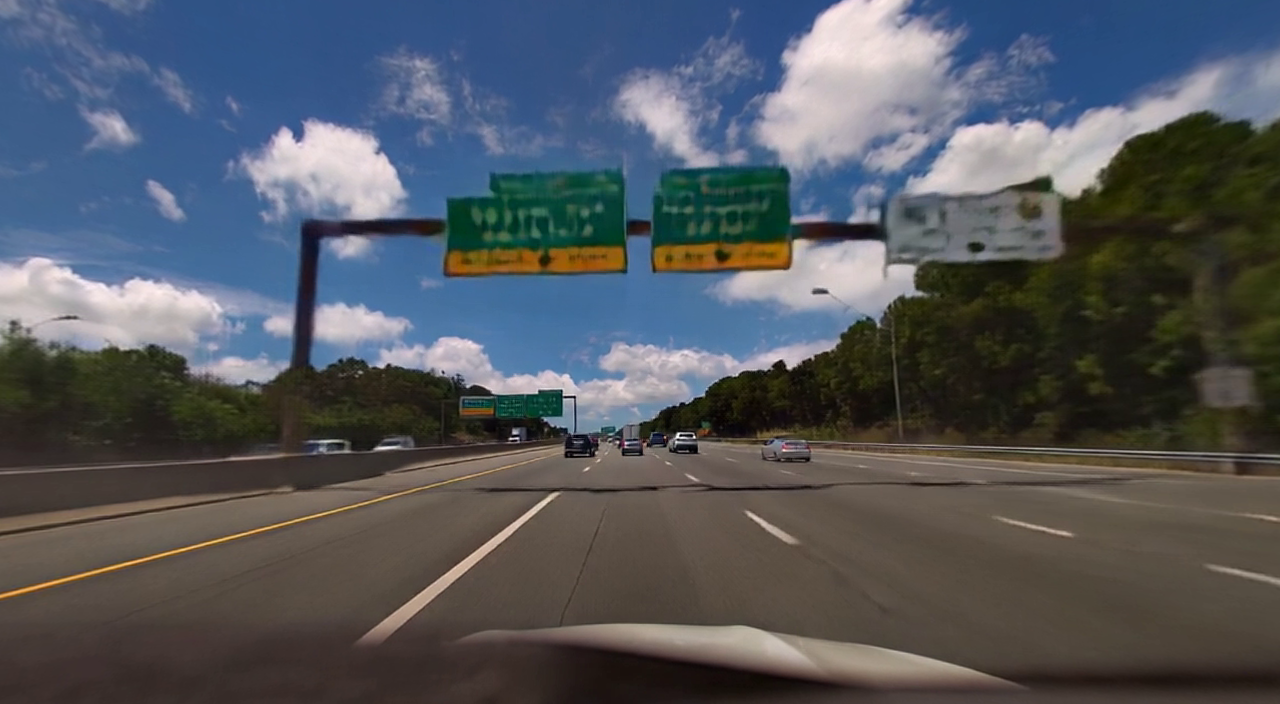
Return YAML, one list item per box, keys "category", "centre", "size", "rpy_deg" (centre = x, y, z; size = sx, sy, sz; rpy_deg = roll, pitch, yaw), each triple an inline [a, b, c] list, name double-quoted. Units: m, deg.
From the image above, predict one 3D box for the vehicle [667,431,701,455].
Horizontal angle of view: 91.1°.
- category: "vehicle"
  centre: [3.183, 6.696, 46.230]
  size: [2.066, 1.673, 4.225]
  rpy_deg: [0, -8, -2]

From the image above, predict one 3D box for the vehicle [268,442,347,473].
- category: "vehicle"
  centre: [-17.499, 5.529, 33.320]
  size: [1.886, 1.512, 4.244]
  rpy_deg: [0, -8, -1]

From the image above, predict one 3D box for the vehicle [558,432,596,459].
- category: "vehicle"
  centre: [-3.956, 5.907, 39.825]
  size: [2.119, 1.629, 3.946]
  rpy_deg: [0, -8, -2]
